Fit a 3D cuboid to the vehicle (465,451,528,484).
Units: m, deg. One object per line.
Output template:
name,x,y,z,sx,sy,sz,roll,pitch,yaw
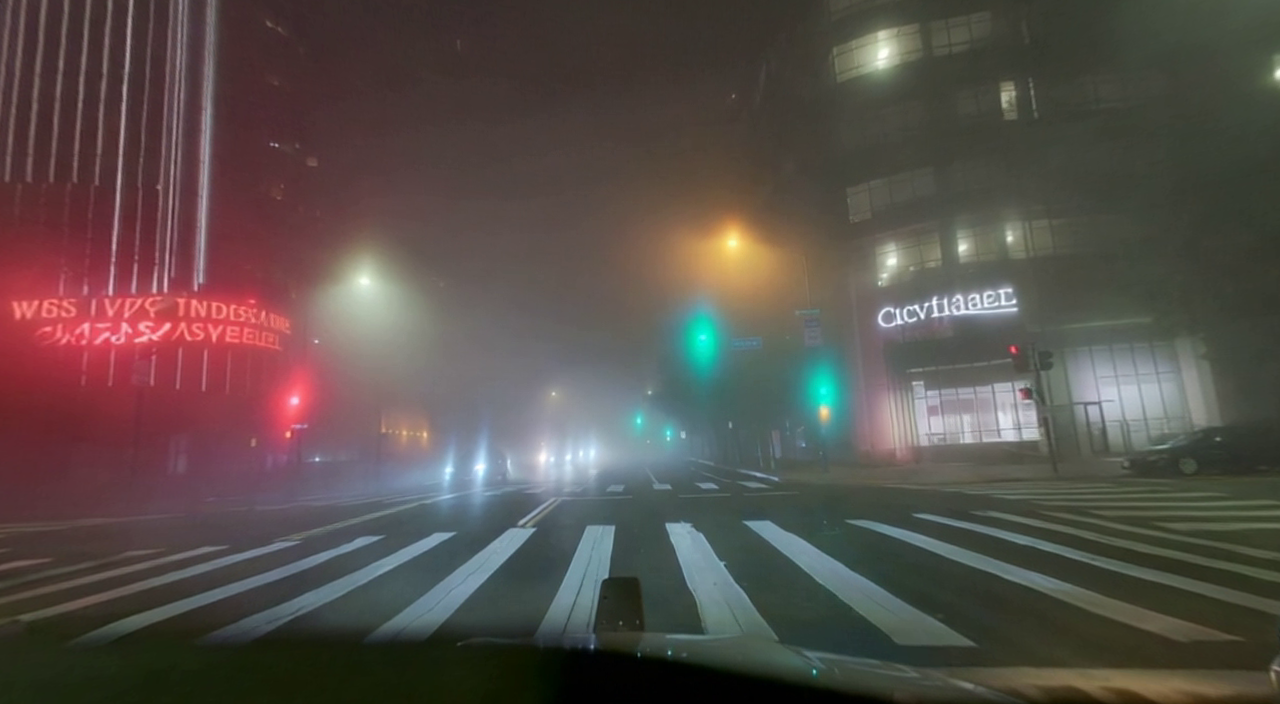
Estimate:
vehicle,-7.033,5.674,31.355,1.893,1.451,4.276,-1,-9,3
